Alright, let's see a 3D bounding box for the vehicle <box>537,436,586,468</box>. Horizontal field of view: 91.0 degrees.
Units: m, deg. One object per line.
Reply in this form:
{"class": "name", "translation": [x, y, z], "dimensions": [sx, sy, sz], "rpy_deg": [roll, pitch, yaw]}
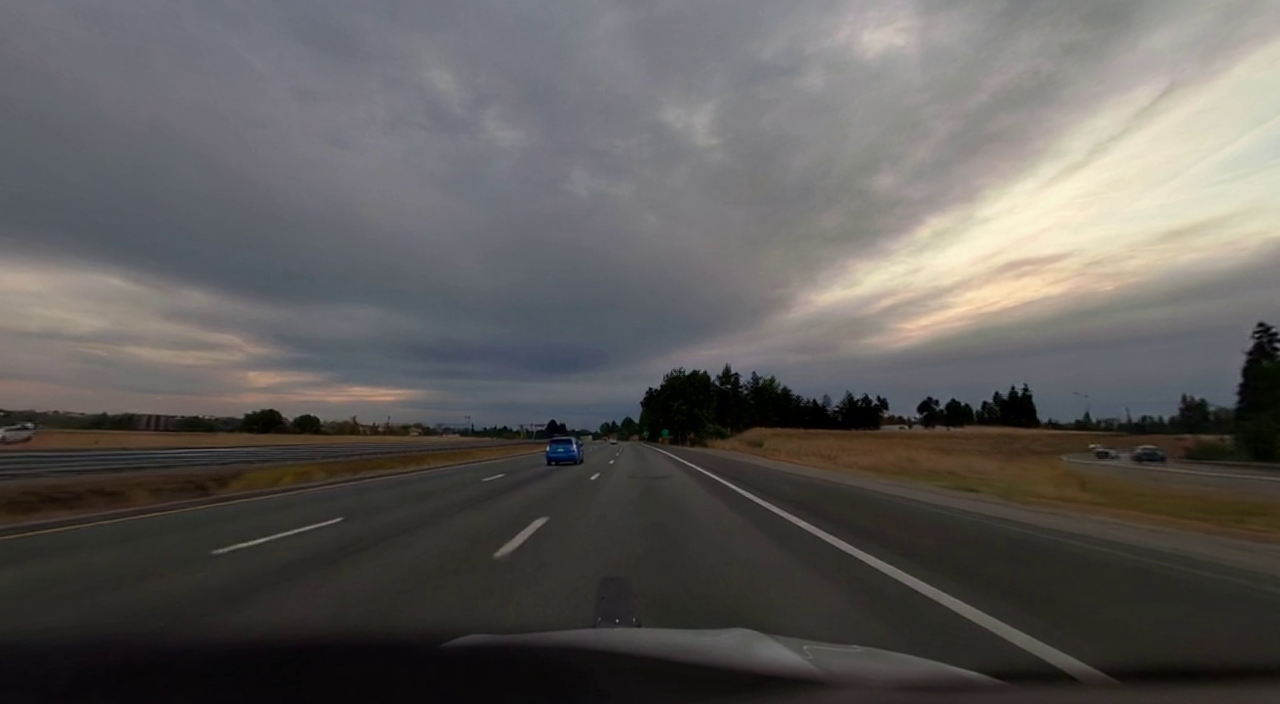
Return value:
{"class": "vehicle", "translation": [-3.979, 5.124, 32.539], "dimensions": [2.008, 1.567, 3.959], "rpy_deg": [0, -8, 0]}
